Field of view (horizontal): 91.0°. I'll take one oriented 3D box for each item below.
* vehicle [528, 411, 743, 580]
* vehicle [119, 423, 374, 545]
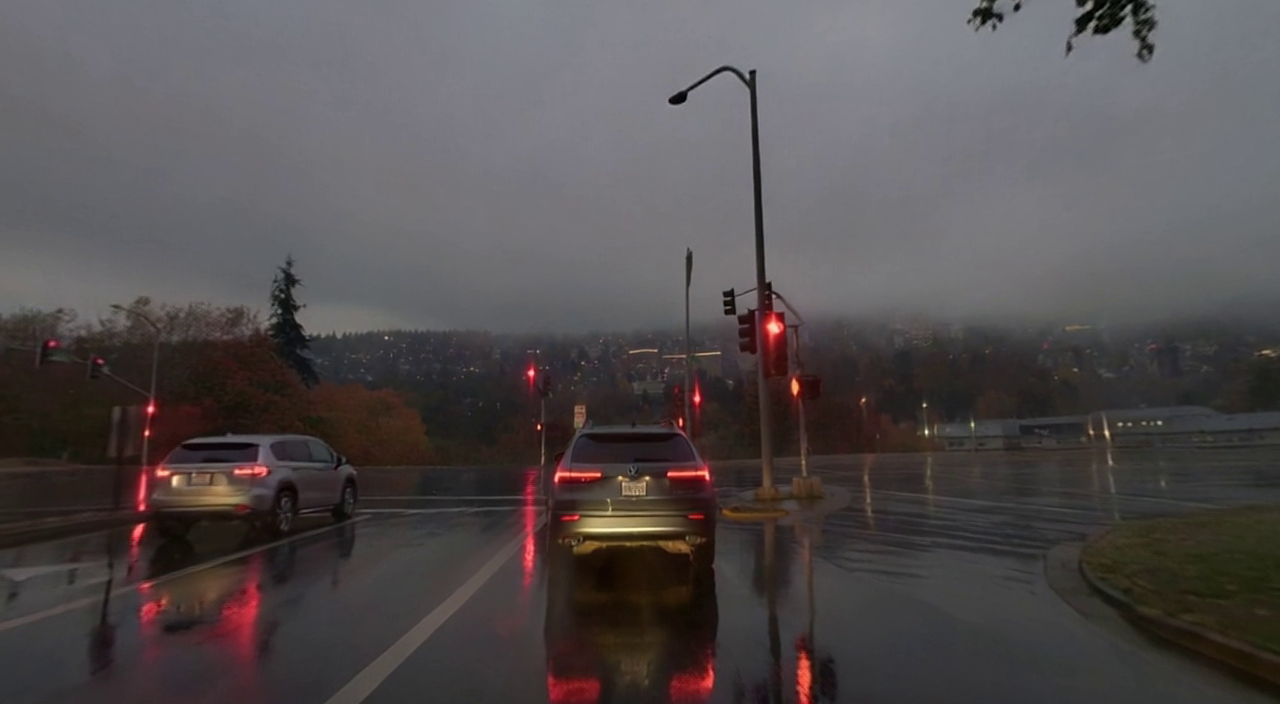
[{"bbox_3d":[-0.194,1.754,8.471,2.154,1.670,4.140,1,-9,-4],"label":"vehicle"},{"bbox_3d":[-6.454,2.179,11.049,2.020,1.695,4.187,1,-9,-5],"label":"vehicle"}]
